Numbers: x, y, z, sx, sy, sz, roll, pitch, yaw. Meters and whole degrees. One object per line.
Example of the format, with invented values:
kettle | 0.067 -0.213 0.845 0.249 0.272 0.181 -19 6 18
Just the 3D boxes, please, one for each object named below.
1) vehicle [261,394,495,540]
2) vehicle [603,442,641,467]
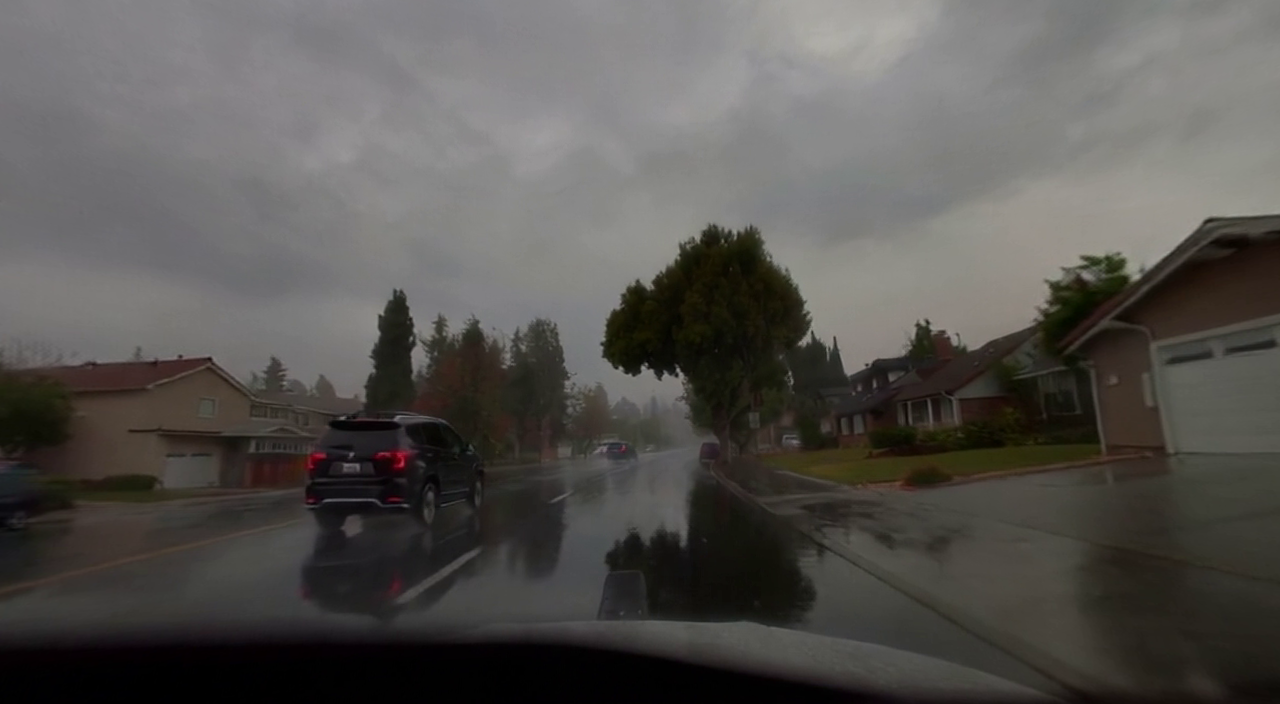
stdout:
vehicle | -4.370 2.035 11.726 2.085 2.084 5.133 0 -8 1
vehicle | -1.222 7.403 45.748 2.001 1.664 4.174 -2 -9 9
